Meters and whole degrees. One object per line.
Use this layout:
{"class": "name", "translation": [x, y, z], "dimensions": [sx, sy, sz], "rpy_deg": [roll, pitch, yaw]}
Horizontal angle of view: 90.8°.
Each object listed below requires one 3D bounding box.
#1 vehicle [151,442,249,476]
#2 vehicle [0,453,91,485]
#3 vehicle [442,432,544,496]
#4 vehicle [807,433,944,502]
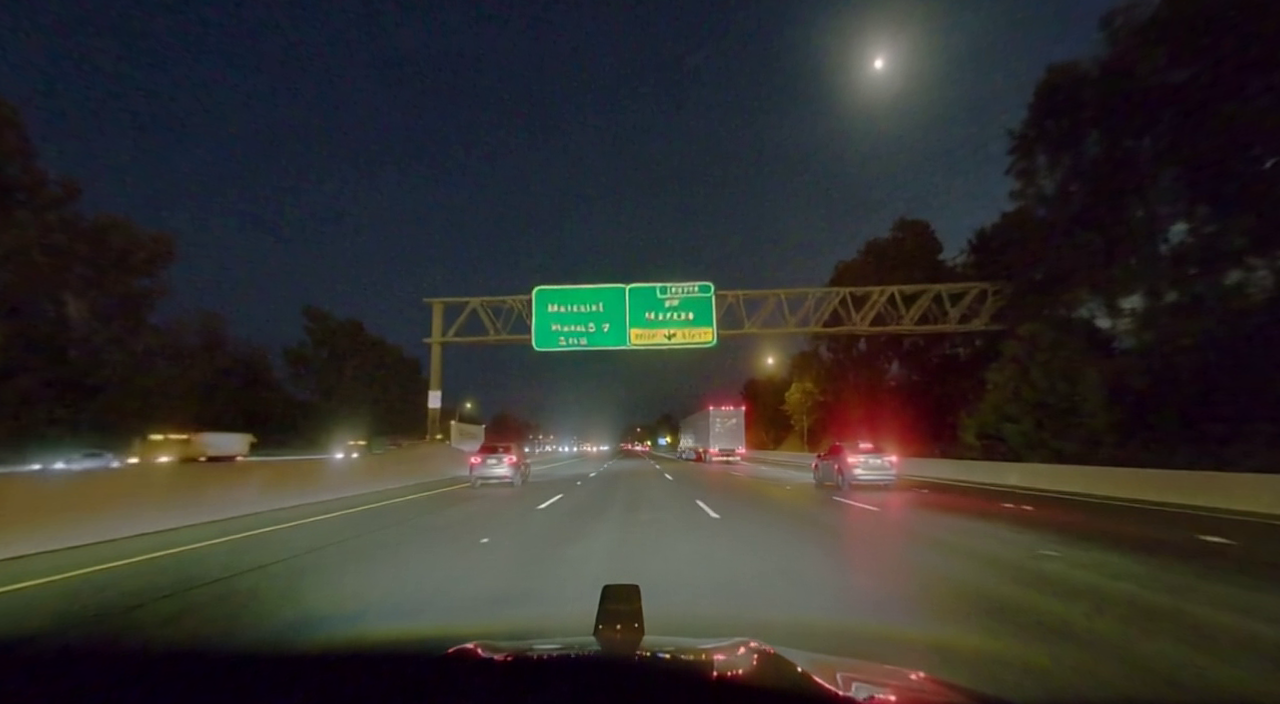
{"class": "vehicle", "translation": [-19.630, 4.784, 28.405], "dimensions": [1.847, 1.440, 3.572], "rpy_deg": [0, -9, -1]}
{"class": "vehicle", "translation": [-27.598, 5.346, 29.073], "dimensions": [1.768, 1.355, 3.208], "rpy_deg": [0, -9, -1]}
{"class": "vehicle", "translation": [-4.157, 3.250, 18.607], "dimensions": [2.027, 1.651, 4.099], "rpy_deg": [0, -9, 0]}
{"class": "vehicle", "translation": [6.256, 3.122, 17.443], "dimensions": [1.991, 1.647, 4.409], "rpy_deg": [0, -9, -1]}
